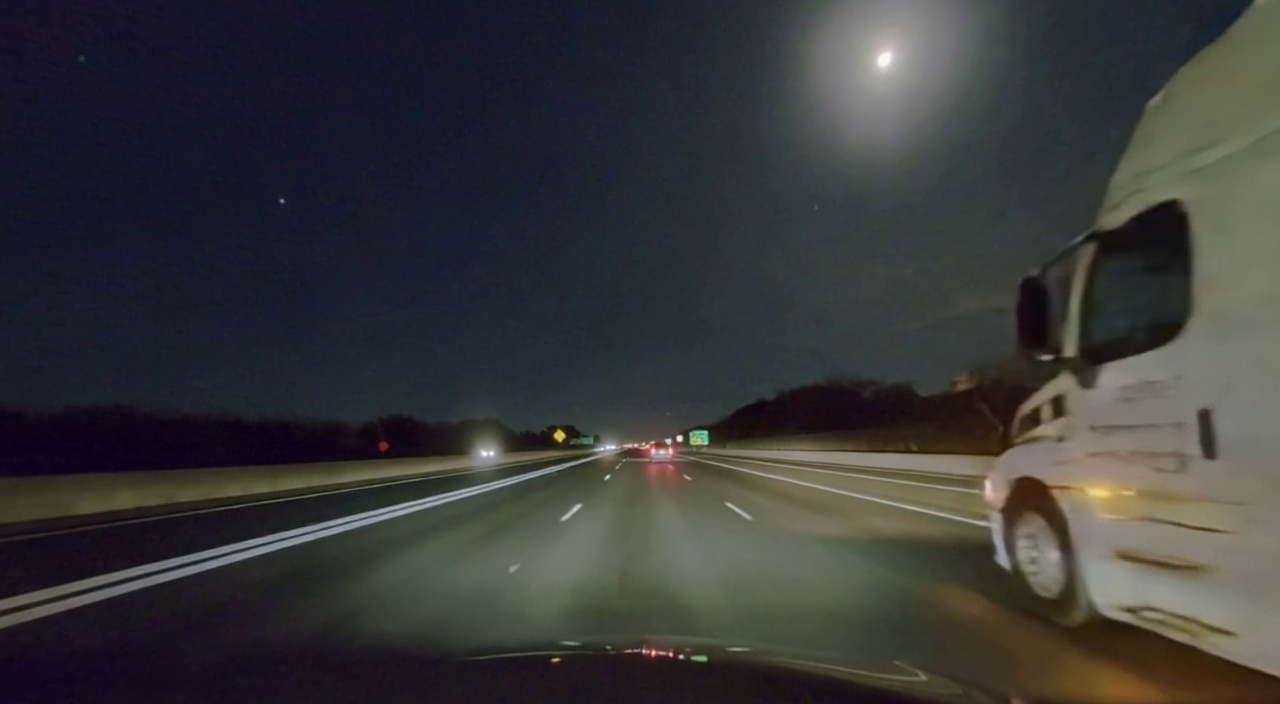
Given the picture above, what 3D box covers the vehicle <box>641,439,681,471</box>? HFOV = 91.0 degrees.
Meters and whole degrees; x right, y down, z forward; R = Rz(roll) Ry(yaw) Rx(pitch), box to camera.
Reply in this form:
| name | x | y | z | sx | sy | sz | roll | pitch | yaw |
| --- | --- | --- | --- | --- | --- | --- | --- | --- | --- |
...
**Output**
| name | x | y | z | sx | sy | sz | roll | pitch | yaw |
| --- | --- | --- | --- | --- | --- | --- | --- | --- | --- |
| vehicle | 1.086 | 5.679 | 34.828 | 2.050 | 1.654 | 4.192 | 0 | -8 | 0 |
